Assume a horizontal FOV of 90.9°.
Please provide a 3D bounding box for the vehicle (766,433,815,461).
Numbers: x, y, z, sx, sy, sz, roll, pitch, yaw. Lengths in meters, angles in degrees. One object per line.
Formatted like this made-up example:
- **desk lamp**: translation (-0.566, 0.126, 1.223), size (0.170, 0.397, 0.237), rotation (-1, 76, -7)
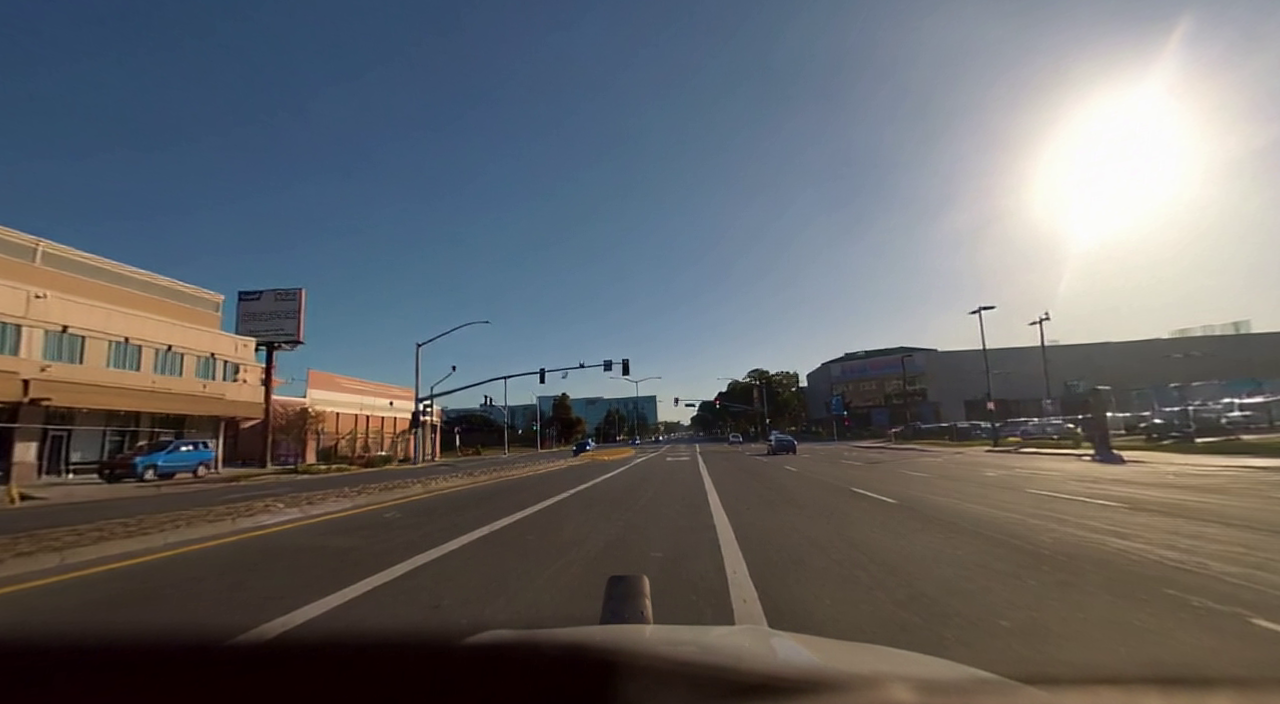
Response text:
- **vehicle**: translation (8.677, 5.517, 36.729), size (2.038, 1.528, 4.259), rotation (-1, -8, 4)

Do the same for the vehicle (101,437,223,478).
- **vehicle**: translation (-27.756, 6.113, 36.939), size (2.298, 2.186, 5.973), rotation (0, -8, 2)

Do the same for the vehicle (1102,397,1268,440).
- **vehicle**: translation (30.391, 3.763, 35.375), size (6.608, 2.249, 2.726), rotation (-1, -8, 3)
